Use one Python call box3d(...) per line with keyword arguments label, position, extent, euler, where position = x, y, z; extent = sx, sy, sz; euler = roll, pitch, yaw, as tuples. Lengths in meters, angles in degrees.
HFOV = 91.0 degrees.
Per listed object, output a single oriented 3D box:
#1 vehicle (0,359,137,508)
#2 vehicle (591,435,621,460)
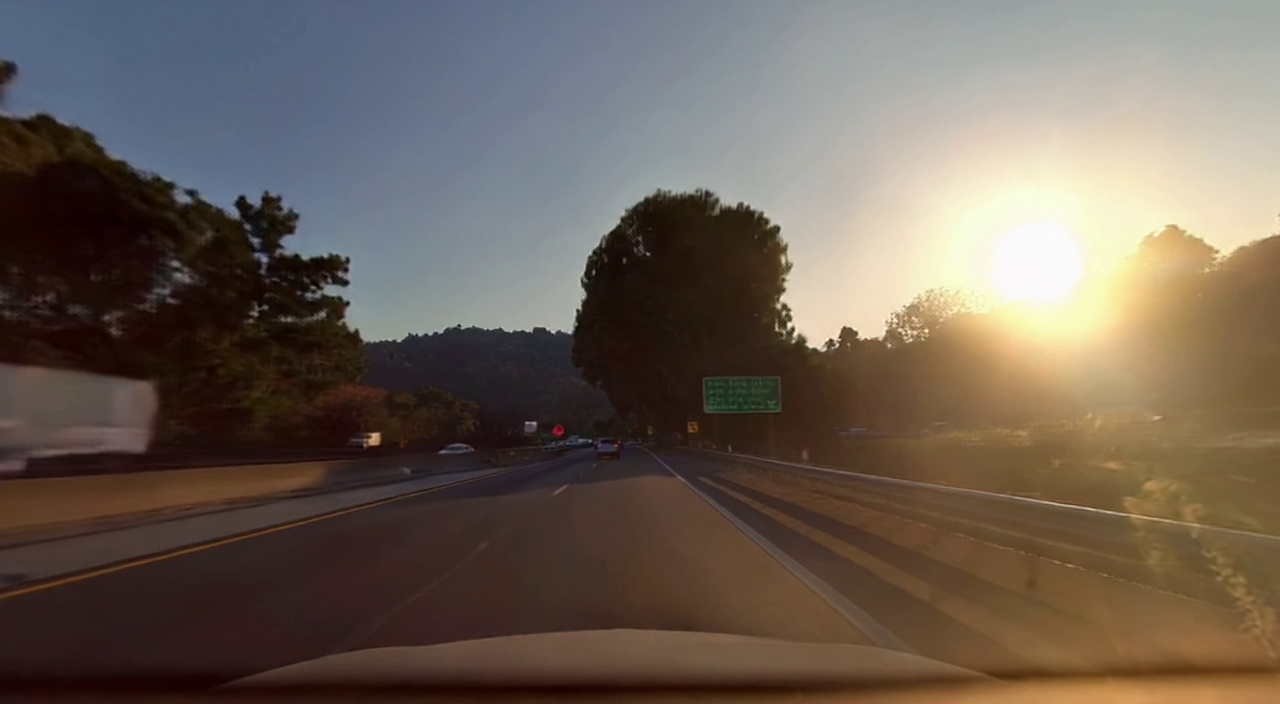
box3d(label="vehicle", position=(-17.698, 2.073, 15.889), extent=(2.869, 3.747, 8.541), euler=(0, -8, 0))
box3d(label="vehicle", position=(-2.526, 7.281, 48.043), extent=(2.188, 1.825, 4.282), euler=(0, -8, -1))
